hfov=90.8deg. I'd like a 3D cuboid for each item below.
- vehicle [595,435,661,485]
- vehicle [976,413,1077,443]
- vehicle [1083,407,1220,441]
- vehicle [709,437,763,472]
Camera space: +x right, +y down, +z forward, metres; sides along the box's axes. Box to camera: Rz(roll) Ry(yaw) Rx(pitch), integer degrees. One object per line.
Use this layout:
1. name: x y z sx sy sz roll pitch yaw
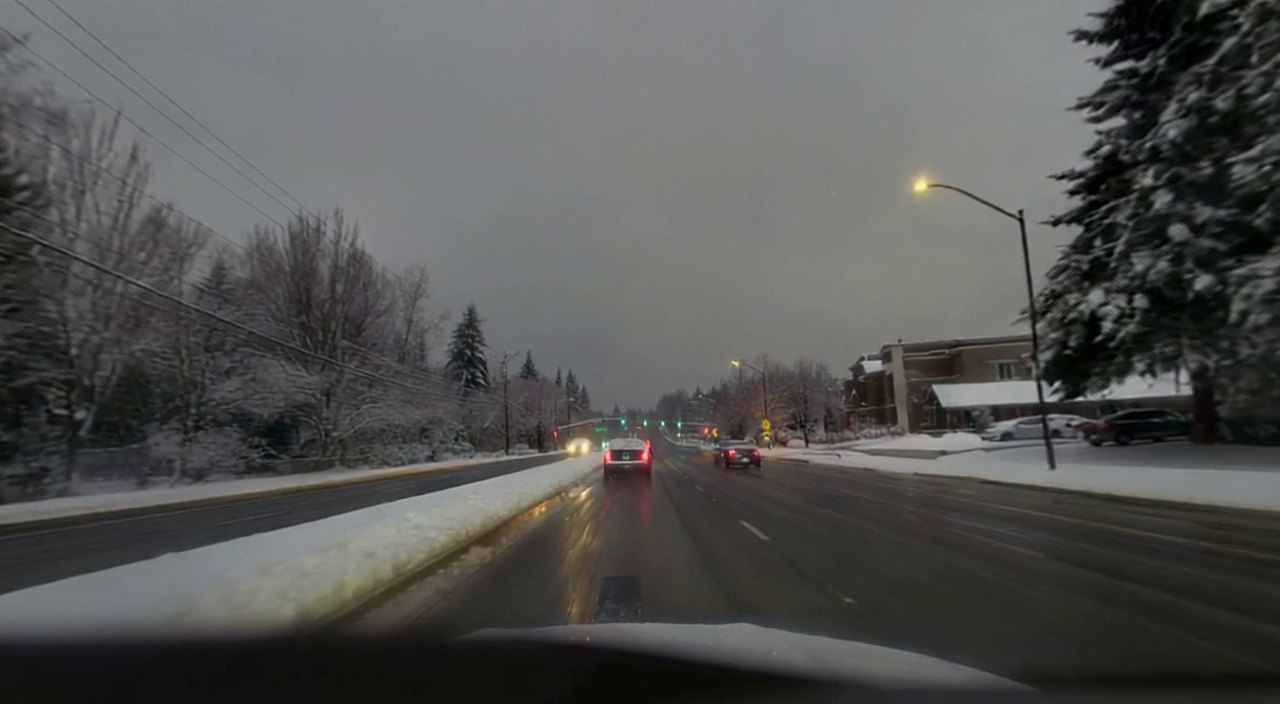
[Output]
1. vehicle: -0.378 3.850 22.824 2.181 1.639 4.127 0 -8 1
2. vehicle: 22.356 4.430 36.658 4.531 1.432 1.949 -3 -8 -1
3. vehicle: 22.651 3.216 28.094 4.441 1.444 1.870 0 -7 0
4. vehicle: 4.743 5.099 31.703 1.987 1.613 4.081 0 -8 -1
